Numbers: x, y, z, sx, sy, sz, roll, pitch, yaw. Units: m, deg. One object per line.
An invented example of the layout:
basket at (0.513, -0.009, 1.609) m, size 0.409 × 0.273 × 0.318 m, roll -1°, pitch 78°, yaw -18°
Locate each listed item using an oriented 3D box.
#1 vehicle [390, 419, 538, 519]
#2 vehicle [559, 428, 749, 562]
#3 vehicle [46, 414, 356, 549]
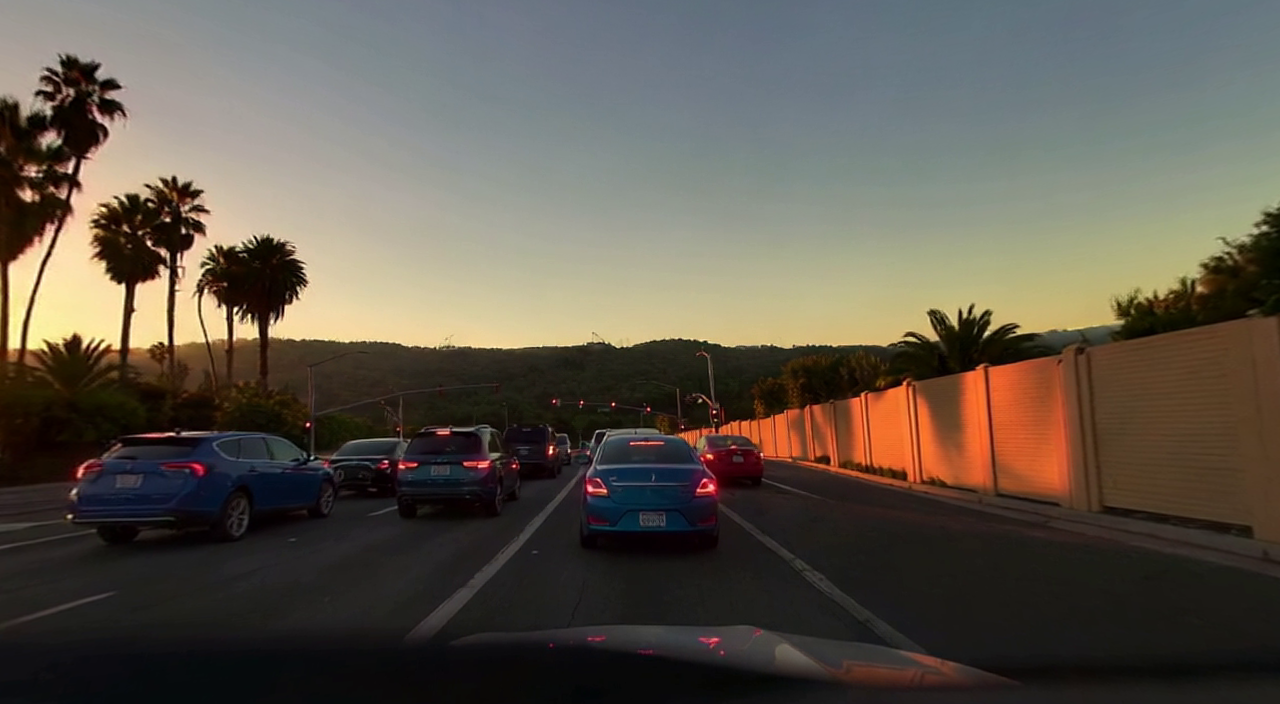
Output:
vehicle at (-3.450, 2.380, 13.298) m, size 2.007 × 1.746 × 4.136 m, roll 0°, pitch -8°, yaw -2°
vehicle at (0.072, 1.924, 9.267) m, size 2.128 × 1.473 × 4.272 m, roll 0°, pitch -8°, yaw -2°
vehicle at (-6.684, 2.001, 10.422) m, size 1.963 × 1.721 × 4.467 m, roll 0°, pitch -8°, yaw -2°
